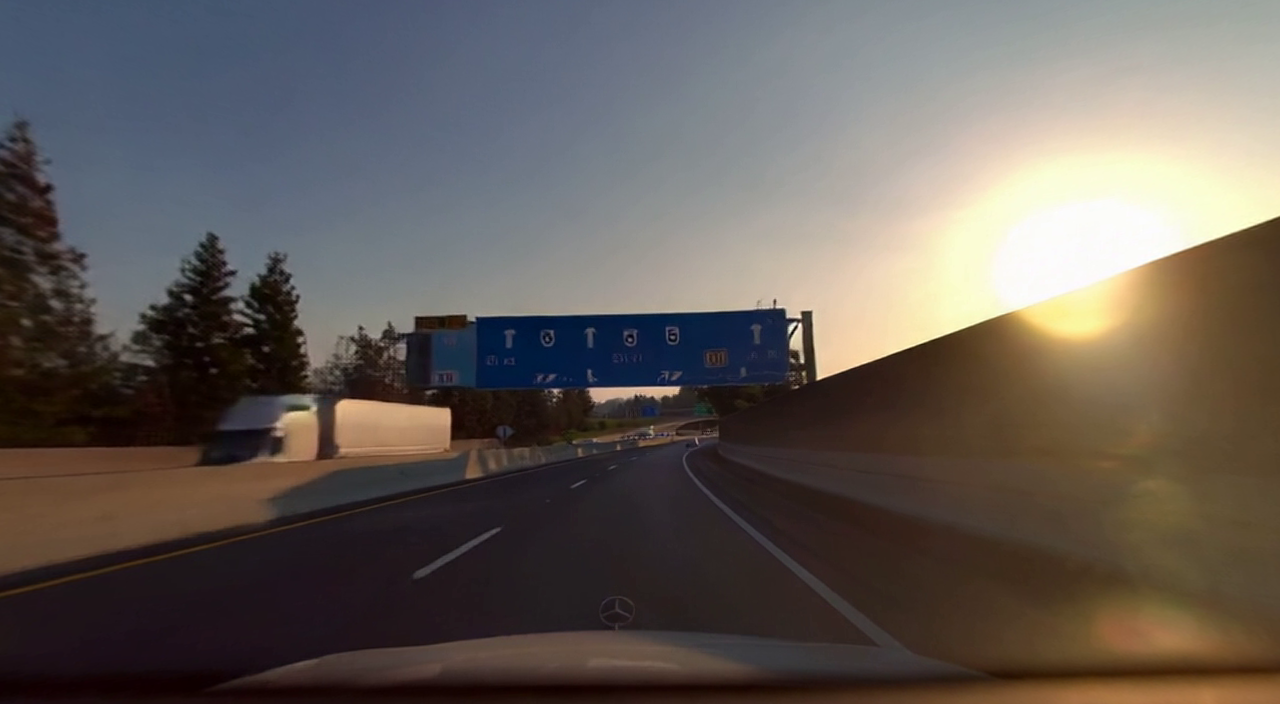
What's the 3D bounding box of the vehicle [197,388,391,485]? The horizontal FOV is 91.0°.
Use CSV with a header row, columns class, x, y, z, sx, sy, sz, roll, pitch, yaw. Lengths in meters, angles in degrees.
class,x,y,z,sx,sy,sz,roll,pitch,yaw
vehicle,-15.964,4.136,30.591,2.928,3.840,10.839,-1,-8,2
